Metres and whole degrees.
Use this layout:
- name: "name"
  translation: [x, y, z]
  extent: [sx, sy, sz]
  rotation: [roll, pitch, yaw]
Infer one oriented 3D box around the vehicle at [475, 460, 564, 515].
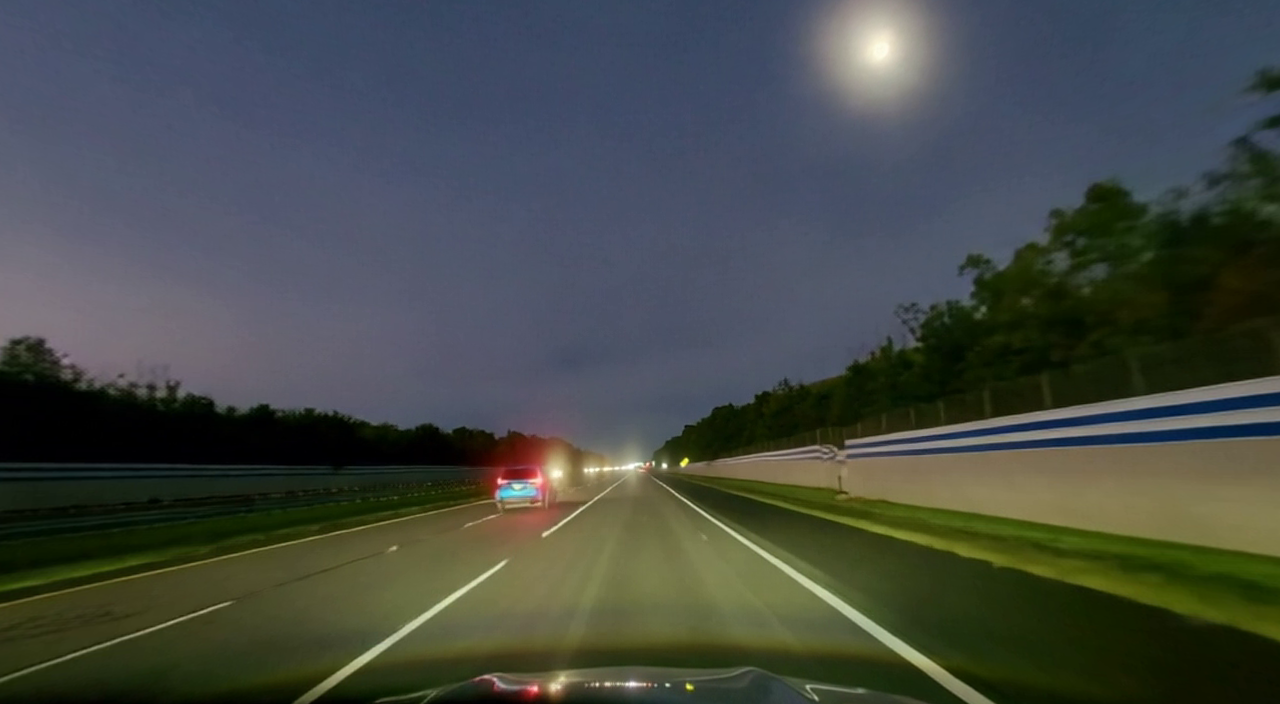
- name: "vehicle"
  translation: [-3.613, 4.164, 19.640]
  extent: [1.985, 1.515, 3.839]
  rotation: [1, -11, 0]
